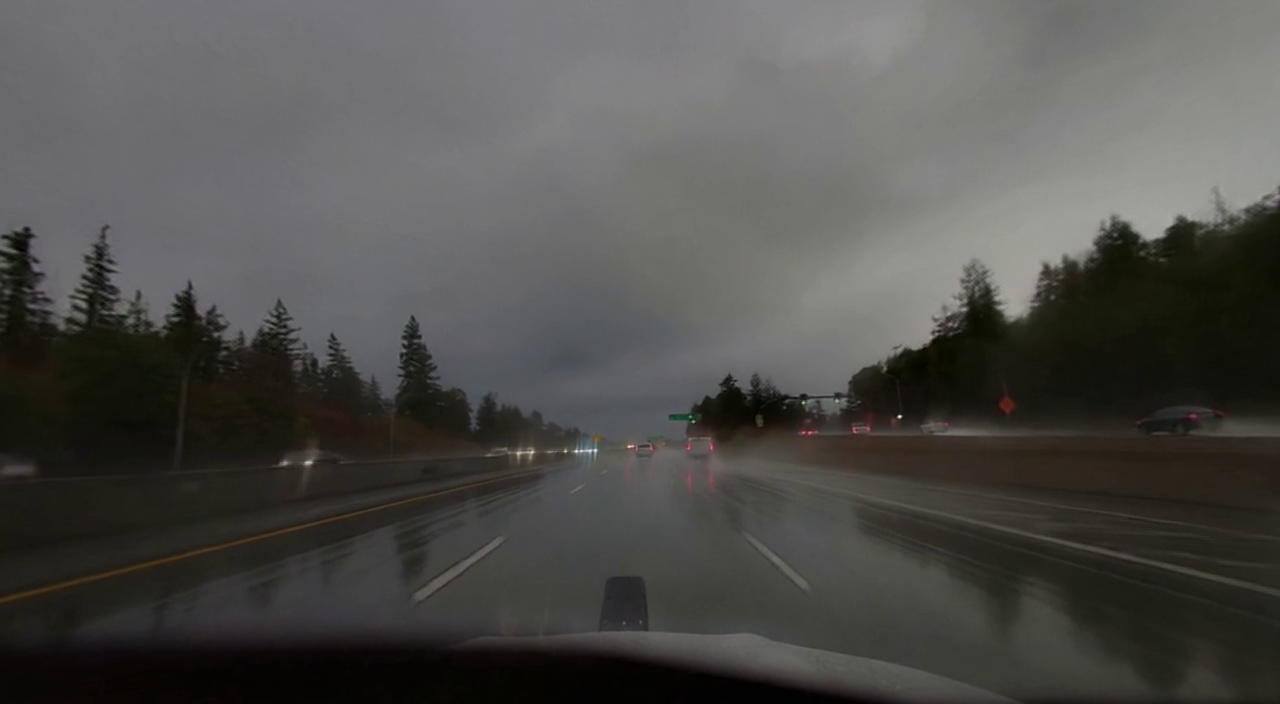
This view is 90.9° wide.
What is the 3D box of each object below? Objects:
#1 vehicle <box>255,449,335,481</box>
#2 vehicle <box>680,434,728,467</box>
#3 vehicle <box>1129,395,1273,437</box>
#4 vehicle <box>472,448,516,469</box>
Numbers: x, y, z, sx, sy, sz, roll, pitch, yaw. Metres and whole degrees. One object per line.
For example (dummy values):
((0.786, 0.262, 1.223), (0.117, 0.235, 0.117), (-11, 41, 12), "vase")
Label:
((-19.146, 6.286, 35.250), (1.962, 1.620, 4.332), (0, -8, 1), "vehicle")
((4.122, 6.506, 41.883), (2.505, 2.020, 5.532), (0, -8, -1), "vehicle")
((22.355, 2.654, 25.430), (1.872, 1.459, 4.502), (-1, -8, 4), "vehicle")
((-10.698, 7.825, 46.539), (1.954, 1.477, 4.834), (0, -8, 2), "vehicle")
